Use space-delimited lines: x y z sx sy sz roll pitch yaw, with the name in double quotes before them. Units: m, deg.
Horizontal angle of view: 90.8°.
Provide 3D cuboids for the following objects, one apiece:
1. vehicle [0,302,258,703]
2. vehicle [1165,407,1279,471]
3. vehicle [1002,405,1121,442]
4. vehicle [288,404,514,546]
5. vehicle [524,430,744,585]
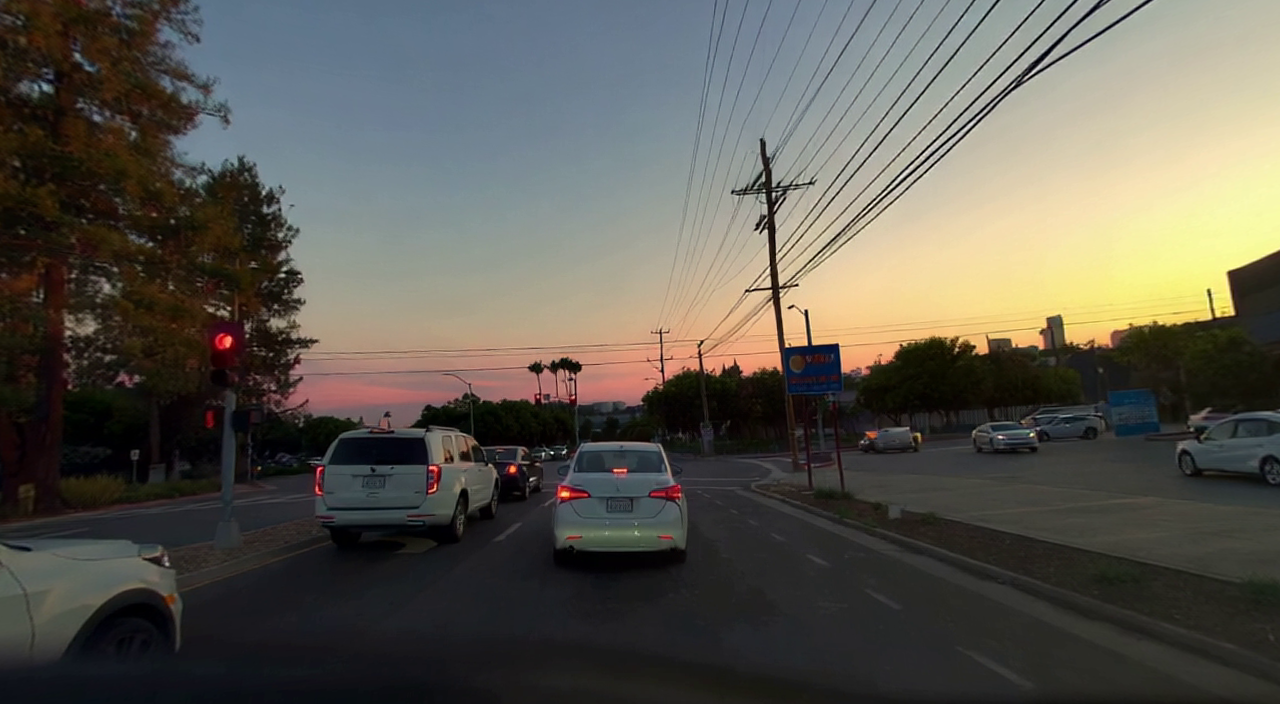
"vehicle" -3.600 0.638 1.530 2.085 1.943 5.053 0 -8 1
"vehicle" 17.020 2.535 18.250 1.858 1.622 4.491 -5 -10 28
"vehicle" 26.888 4.633 40.488 5.782 2.286 2.223 -1 -9 4
"vehicle" -3.845 2.083 11.372 2.147 1.963 4.927 0 -8 0
"vehicle" -0.105 1.800 8.145 2.121 1.474 3.968 0 -8 -2
